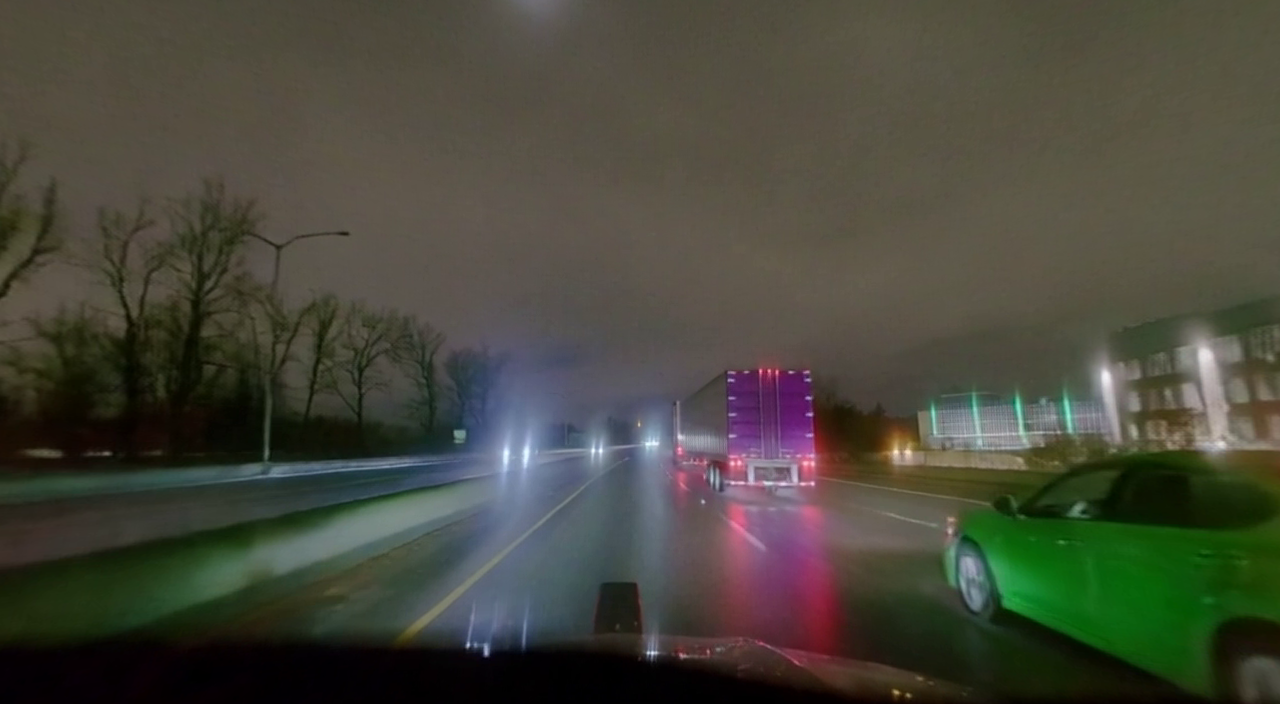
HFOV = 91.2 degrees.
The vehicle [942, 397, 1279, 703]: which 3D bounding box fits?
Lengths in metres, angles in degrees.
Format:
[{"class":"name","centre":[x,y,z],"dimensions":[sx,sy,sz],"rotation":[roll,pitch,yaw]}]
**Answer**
[{"class":"vehicle","centre":[3.584,1.082,3.328],"dimensions":[1.971,1.558,3.834],"rotation":[0,-9,-1]}]

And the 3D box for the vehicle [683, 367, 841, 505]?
[{"class":"vehicle","centre":[3.659,3.262,23.591],"dimensions":[2.916,3.563,14.462],"rotation":[0,-9,-1]}]

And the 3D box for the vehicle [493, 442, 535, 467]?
[{"class":"vehicle","centre":[-8.923,7.280,44.706],"dimensions":[1.955,1.683,4.168],"rotation":[-1,-9,3]}]
